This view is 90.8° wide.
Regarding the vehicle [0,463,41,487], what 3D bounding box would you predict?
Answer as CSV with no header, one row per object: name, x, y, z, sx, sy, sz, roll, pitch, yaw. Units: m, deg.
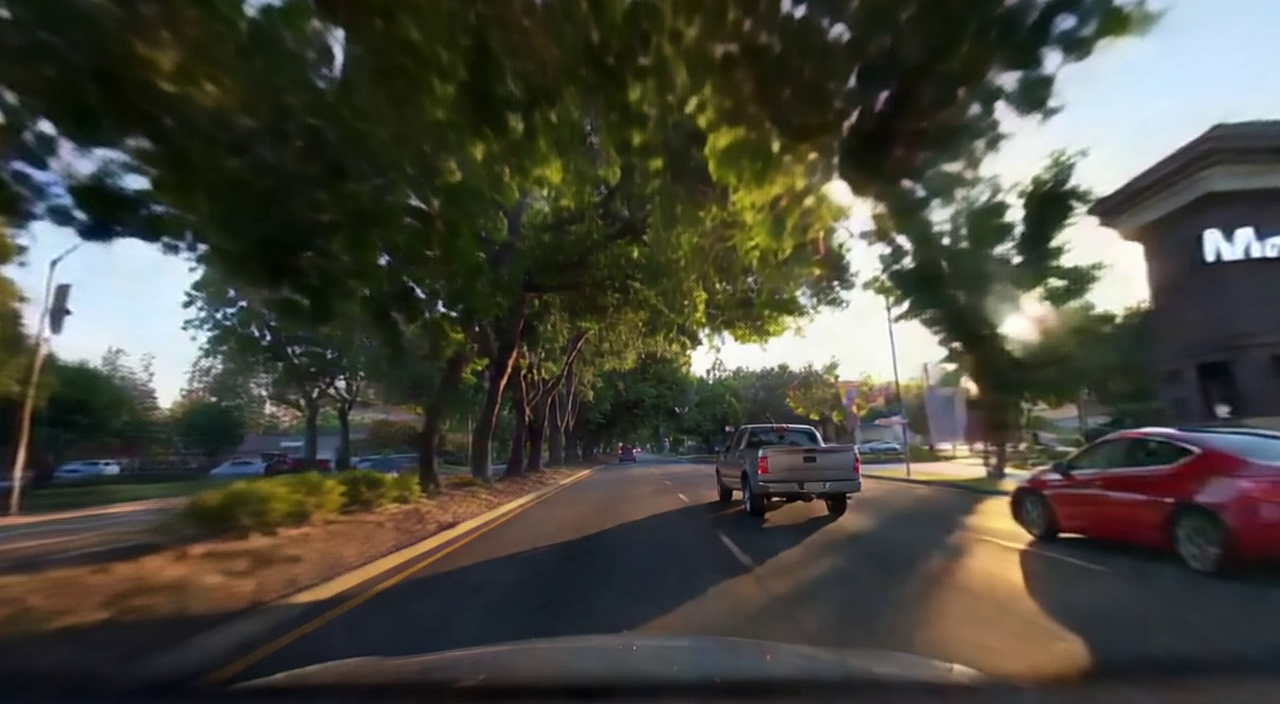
vehicle,-41.998,8.046,41.442,3.565,1.451,1.715,0,-9,0

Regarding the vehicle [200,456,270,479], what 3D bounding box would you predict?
vehicle,-30.020,8.581,46.861,3.749,1.600,2.011,0,-8,-2

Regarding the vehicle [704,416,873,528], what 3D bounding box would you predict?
vehicle,2.718,2.364,13.080,2.138,1.836,5.245,0,-8,-1

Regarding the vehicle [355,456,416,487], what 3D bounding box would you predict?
vehicle,-14.006,6.586,35.031,1.835,1.487,4.201,0,-8,-3

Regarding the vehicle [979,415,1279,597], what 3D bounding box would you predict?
vehicle,6.394,1.689,7.817,1.993,1.604,4.260,0,-8,0
